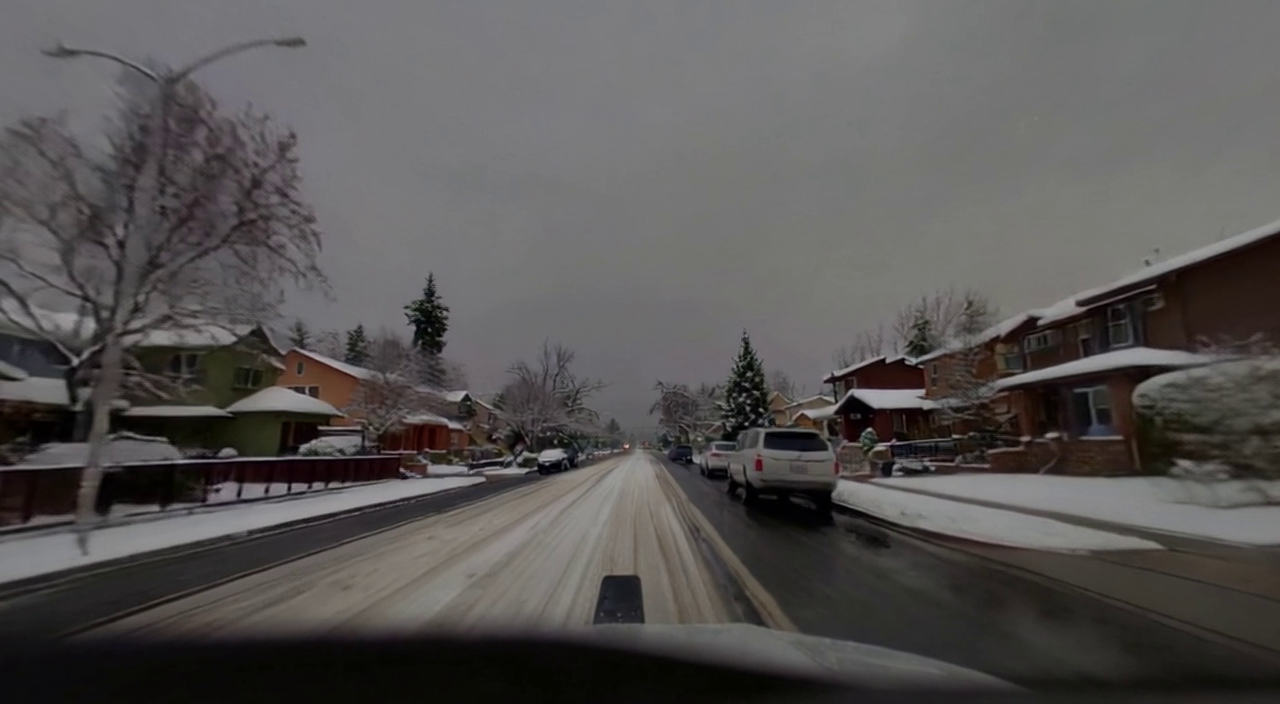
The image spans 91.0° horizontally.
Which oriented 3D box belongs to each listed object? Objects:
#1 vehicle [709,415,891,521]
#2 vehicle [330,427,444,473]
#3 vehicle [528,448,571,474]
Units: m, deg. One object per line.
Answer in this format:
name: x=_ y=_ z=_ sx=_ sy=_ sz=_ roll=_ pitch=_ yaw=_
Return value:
vehicle: x=3.799 y=2.991 z=16.996 sx=2.952 sy=2.216 sz=7.033 roll=0 pitch=-8 yaw=-1
vehicle: x=-13.072 y=5.078 z=32.784 sx=4.837 sy=1.897 sz=2.228 roll=4 pitch=-8 yaw=5
vehicle: x=-5.795 y=7.048 z=40.986 sx=2.027 sy=1.544 sz=4.959 roll=-1 pitch=-9 yaw=1
